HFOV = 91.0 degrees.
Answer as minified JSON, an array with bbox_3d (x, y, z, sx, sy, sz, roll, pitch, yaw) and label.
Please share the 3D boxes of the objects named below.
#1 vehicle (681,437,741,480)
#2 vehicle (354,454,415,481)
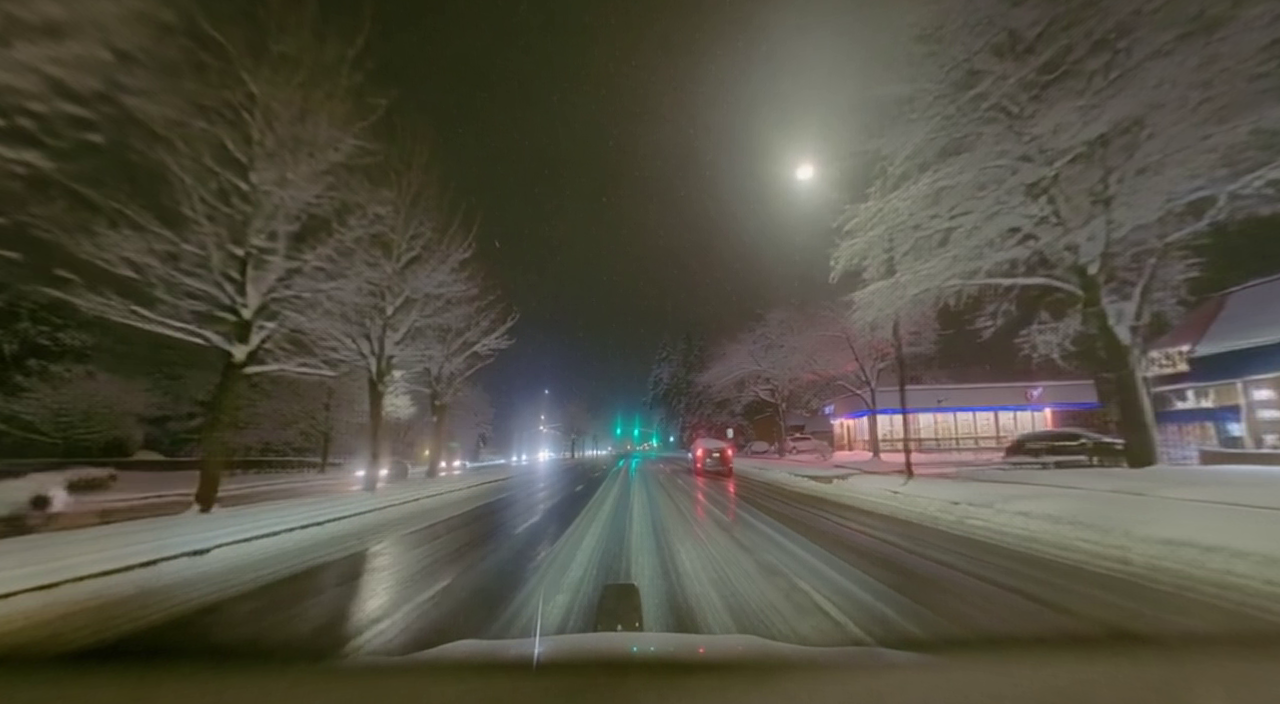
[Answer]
[{"bbox_3d":[3.093,4.745,28.239,2.083,1.743,4.354,0,-8,-1],"label":"vehicle"},{"bbox_3d":[-15.869,7.168,39.329,1.971,1.475,4.318,0,-8,0],"label":"vehicle"}]
